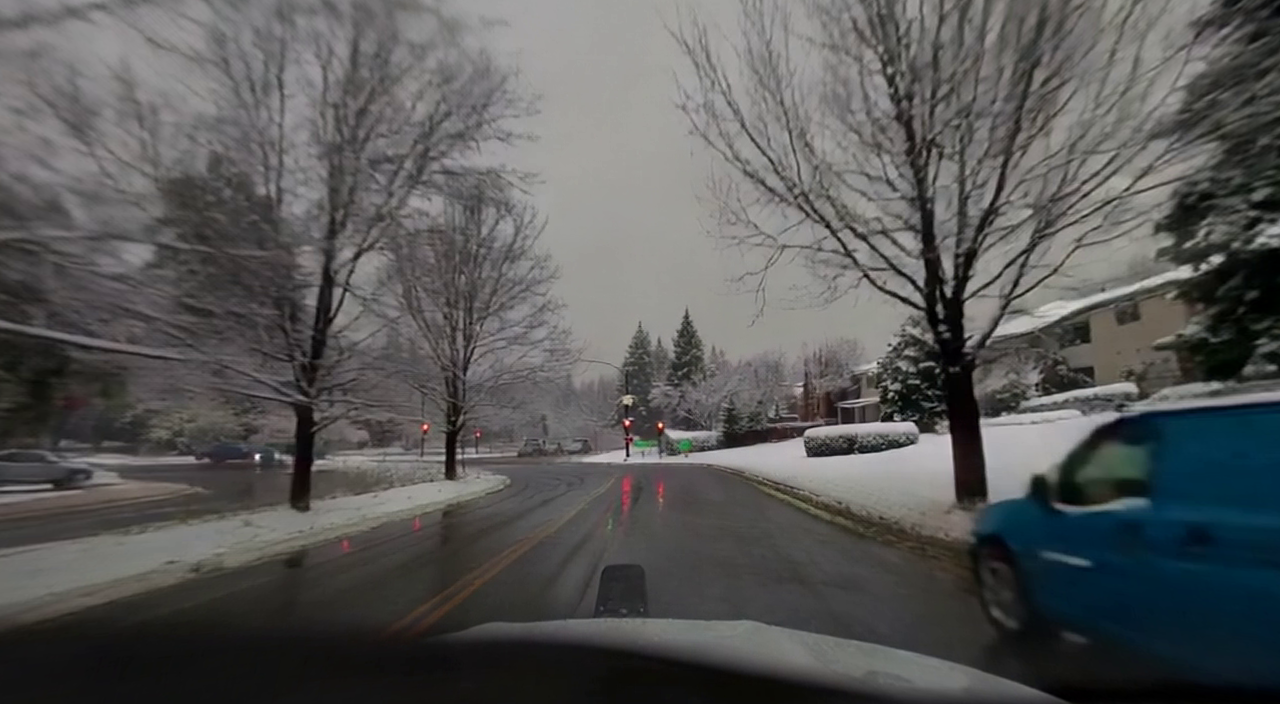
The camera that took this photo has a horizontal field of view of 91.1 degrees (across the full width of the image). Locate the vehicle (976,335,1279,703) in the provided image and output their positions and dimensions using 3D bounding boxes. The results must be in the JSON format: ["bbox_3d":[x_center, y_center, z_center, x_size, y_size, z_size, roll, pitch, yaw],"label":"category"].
[{"bbox_3d":[3.719,0.835,2.318,2.323,1.849,4.691,0,-8,0],"label":"vehicle"}]
